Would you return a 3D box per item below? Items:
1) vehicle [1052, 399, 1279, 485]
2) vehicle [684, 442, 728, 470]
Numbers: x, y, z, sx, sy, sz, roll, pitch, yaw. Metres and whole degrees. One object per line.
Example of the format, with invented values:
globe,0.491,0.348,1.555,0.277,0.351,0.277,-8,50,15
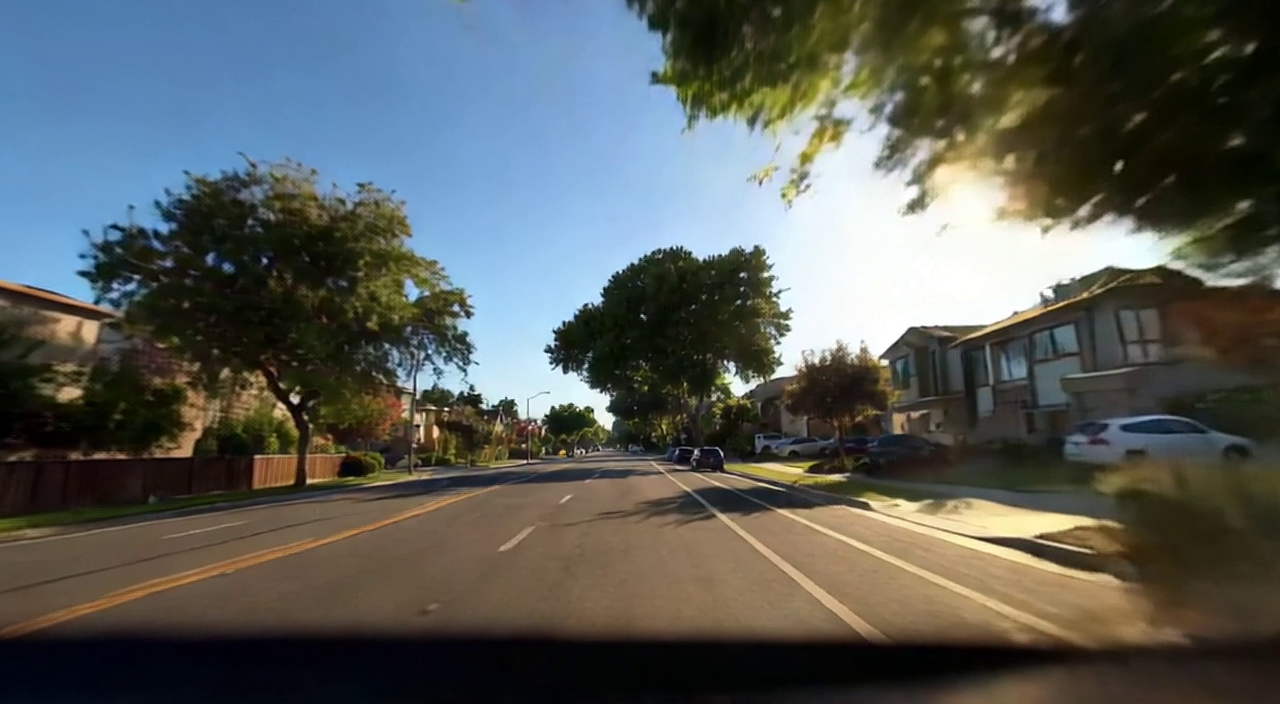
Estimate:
vehicle,13.641,2.251,16.236,4.682,1.956,2.001,-1,-6,-3
vehicle,3.932,6.334,38.417,1.971,1.558,4.895,0,-9,-2
